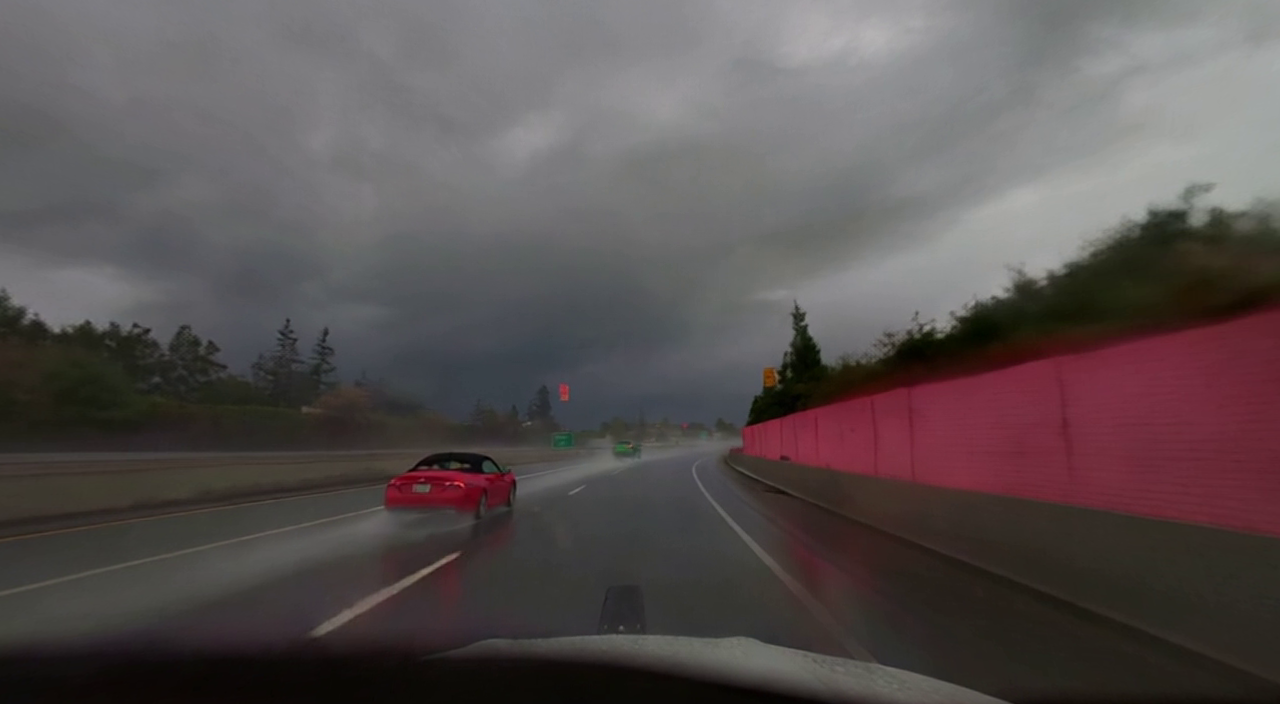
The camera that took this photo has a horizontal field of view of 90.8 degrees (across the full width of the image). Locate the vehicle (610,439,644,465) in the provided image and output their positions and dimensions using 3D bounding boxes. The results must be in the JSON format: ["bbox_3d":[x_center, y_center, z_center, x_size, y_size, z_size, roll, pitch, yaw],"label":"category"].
[{"bbox_3d":[-0.864,6.912,43.623,1.833,1.697,3.984,-1,-9,7],"label":"vehicle"}]

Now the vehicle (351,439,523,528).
[{"bbox_3d":[-3.673,2.447,12.353,1.746,1.405,4.339,-1,-9,3],"label":"vehicle"}]
